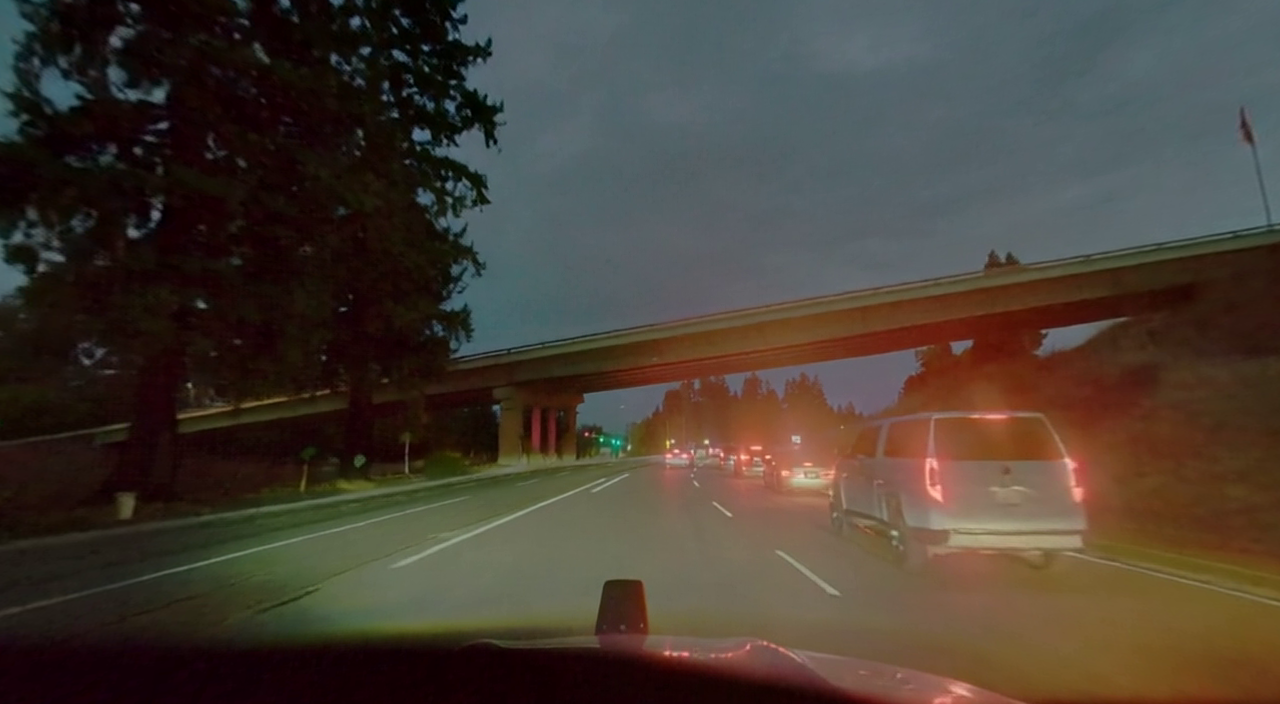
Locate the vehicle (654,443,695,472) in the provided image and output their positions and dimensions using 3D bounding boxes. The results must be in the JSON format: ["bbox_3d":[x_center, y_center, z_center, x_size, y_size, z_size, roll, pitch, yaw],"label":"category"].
[{"bbox_3d":[1.954,5.778,34.730,2.078,1.506,4.058,-1,-8,6],"label":"vehicle"}]

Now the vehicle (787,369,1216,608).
[{"bbox_3d":[3.516,1.462,7.637,2.273,1.944,4.866,0,-8,0],"label":"vehicle"}]
